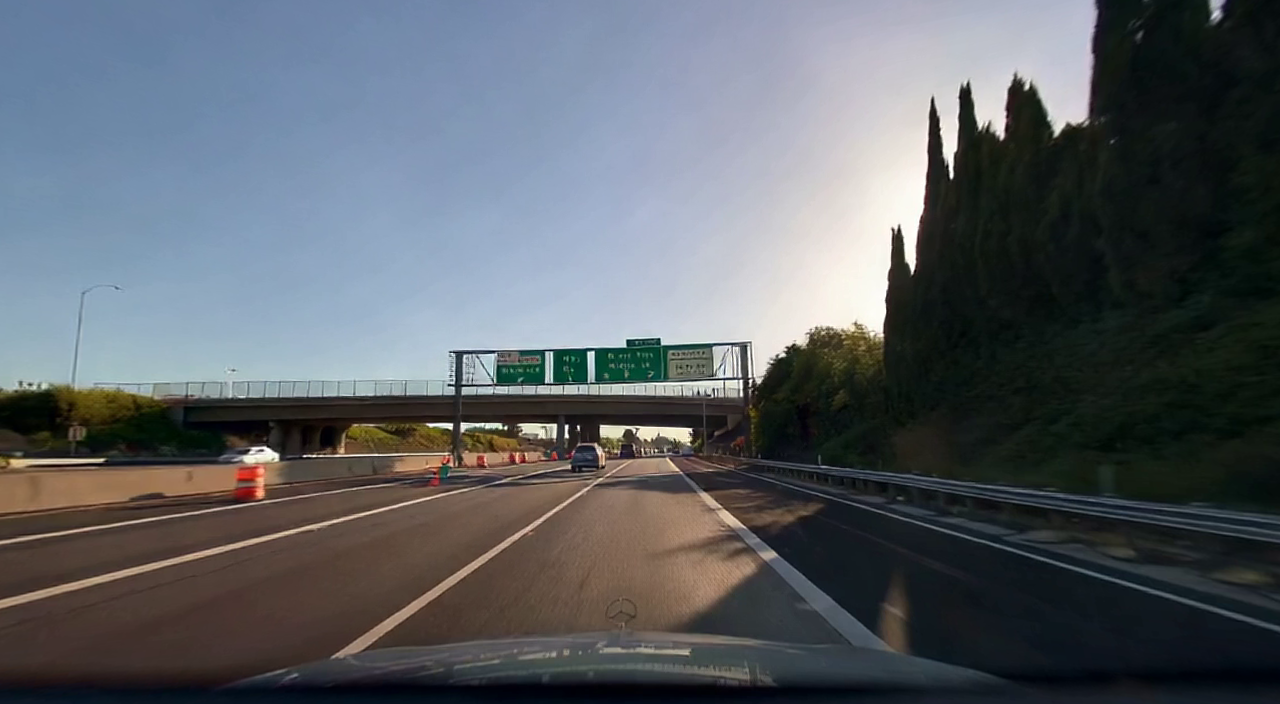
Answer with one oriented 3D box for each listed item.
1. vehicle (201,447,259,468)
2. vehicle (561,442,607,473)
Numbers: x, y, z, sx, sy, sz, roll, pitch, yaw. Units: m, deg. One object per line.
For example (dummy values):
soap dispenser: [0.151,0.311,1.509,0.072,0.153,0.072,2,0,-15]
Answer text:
vehicle: [-27.490,7.067,42.164,1.532,1.374,3.384,0,-8,0]
vehicle: [-3.056,5.852,34.987,2.078,1.629,4.059,0,-8,1]
